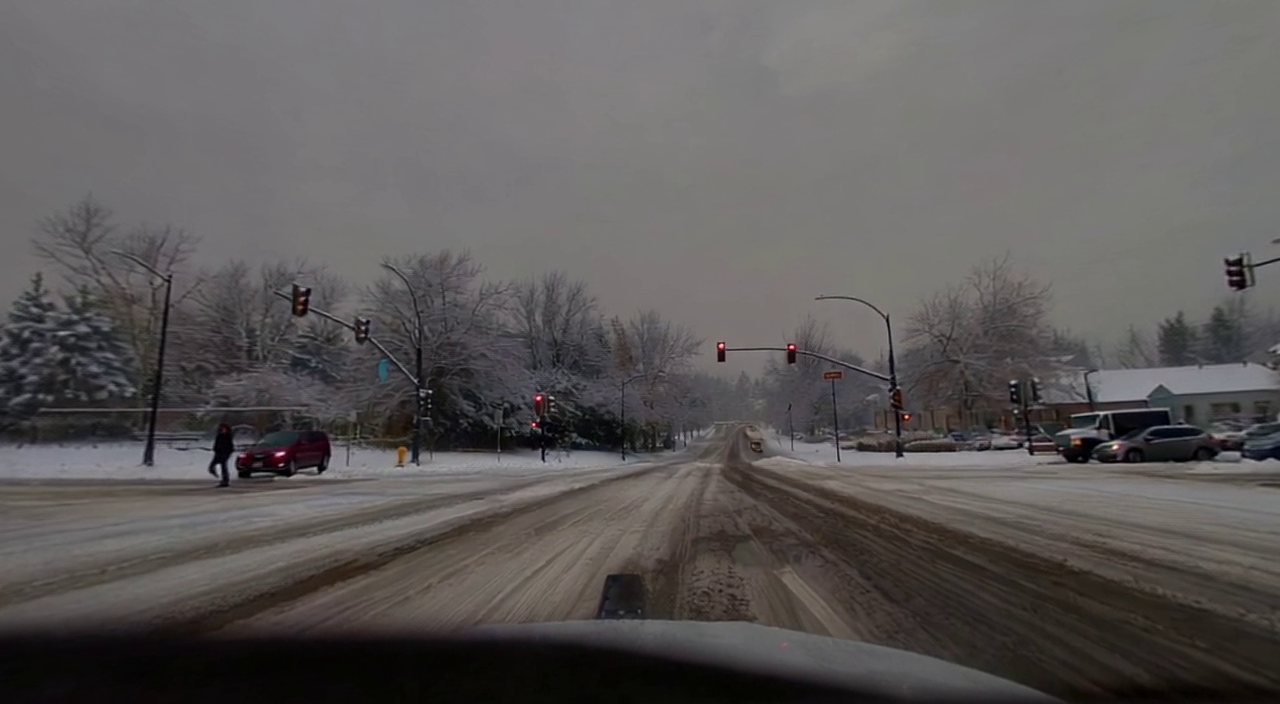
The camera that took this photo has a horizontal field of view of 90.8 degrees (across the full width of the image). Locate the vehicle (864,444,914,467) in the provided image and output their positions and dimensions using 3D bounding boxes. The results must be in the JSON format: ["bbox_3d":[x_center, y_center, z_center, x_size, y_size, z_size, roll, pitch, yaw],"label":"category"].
[{"bbox_3d":[17.515,7.274,44.593,1.789,1.557,4.293,0,-9,1],"label":"vehicle"}]

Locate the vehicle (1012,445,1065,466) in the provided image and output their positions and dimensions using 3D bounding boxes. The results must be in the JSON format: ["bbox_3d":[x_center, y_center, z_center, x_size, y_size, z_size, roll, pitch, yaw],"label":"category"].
[{"bbox_3d":[27.681,7.195,44.003,1.589,1.405,3.633,-1,-9,6],"label":"vehicle"}]

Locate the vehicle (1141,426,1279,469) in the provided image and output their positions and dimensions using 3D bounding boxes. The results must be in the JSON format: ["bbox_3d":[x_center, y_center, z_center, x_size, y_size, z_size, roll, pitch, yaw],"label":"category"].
[{"bbox_3d":[21.341,3.437,22.797,4.740,1.464,1.876,-1,-9,3],"label":"vehicle"}]

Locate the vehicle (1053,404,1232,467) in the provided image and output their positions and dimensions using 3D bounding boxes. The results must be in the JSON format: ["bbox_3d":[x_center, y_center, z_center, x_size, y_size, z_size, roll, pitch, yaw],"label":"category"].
[{"bbox_3d":[22.967,3.883,29.168,5.855,2.746,2.523,-1,-9,4],"label":"vehicle"}]
